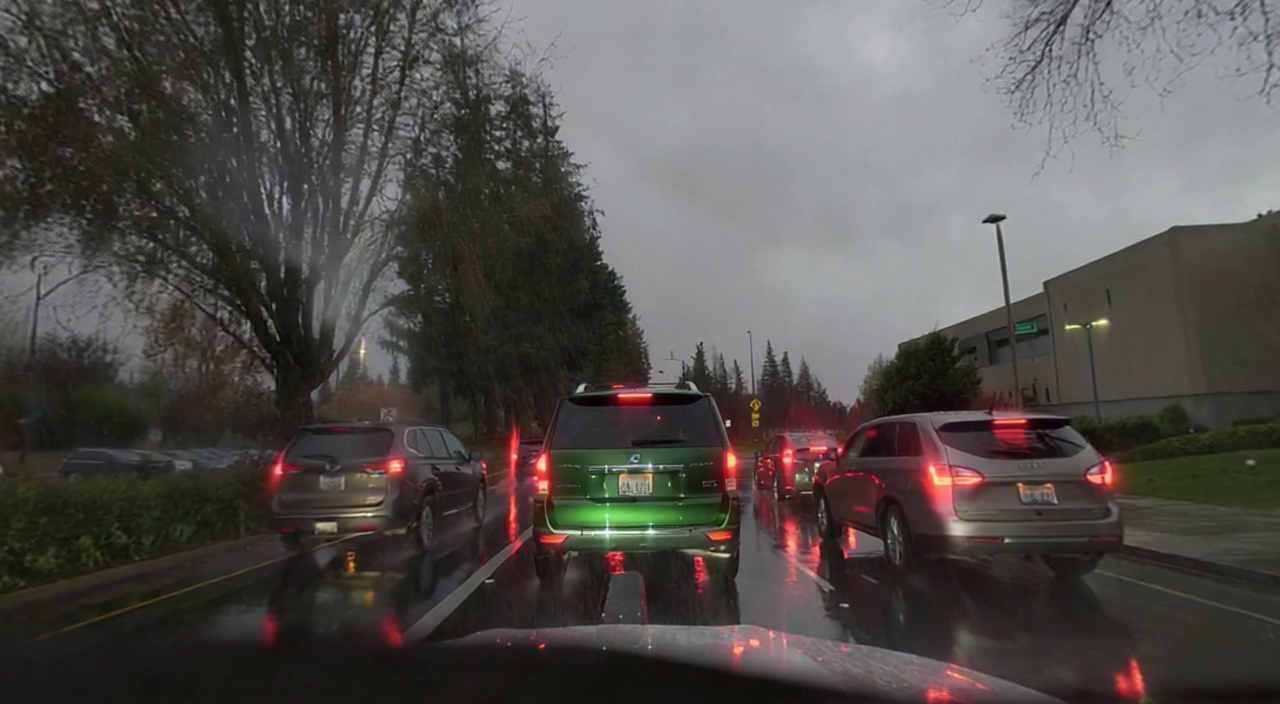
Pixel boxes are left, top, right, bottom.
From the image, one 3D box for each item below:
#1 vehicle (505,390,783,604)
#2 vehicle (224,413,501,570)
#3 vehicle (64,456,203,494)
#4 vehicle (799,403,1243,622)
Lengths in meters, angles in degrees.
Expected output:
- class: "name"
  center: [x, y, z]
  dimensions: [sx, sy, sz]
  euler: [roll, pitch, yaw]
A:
- class: "vehicle"
  center: [0.018, 1.490, 7.252]
  dimensions: [2.294, 1.761, 3.857]
  euler: [0, -9, -1]
- class: "vehicle"
  center: [-3.391, 1.779, 8.771]
  dimensions: [1.961, 1.639, 4.064]
  euler: [0, -9, 0]
- class: "vehicle"
  center: [-22.339, 5.413, 28.186]
  dimensions: [2.312, 1.443, 4.684]
  euler: [0, -9, 1]
- class: "vehicle"
  center: [3.467, 1.546, 7.048]
  dimensions: [2.202, 1.657, 4.298]
  euler: [0, -9, -1]
